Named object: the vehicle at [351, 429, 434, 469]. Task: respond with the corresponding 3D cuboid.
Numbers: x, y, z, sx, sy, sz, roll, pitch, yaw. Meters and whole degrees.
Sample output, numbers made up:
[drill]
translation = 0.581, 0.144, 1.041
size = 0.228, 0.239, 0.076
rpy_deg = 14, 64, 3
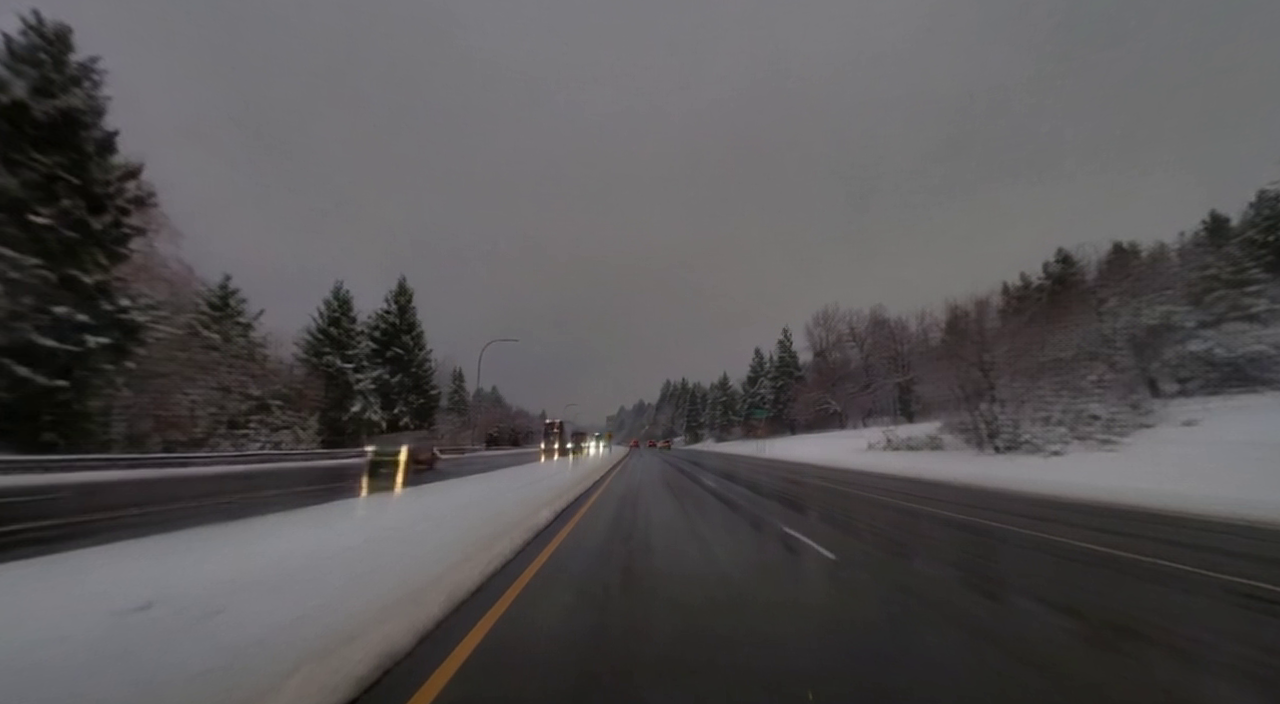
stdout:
[vehicle]
translation = -10.869, 4.287, 27.980
size = 1.935, 1.609, 4.144
rpy_deg = 0, -8, 1
